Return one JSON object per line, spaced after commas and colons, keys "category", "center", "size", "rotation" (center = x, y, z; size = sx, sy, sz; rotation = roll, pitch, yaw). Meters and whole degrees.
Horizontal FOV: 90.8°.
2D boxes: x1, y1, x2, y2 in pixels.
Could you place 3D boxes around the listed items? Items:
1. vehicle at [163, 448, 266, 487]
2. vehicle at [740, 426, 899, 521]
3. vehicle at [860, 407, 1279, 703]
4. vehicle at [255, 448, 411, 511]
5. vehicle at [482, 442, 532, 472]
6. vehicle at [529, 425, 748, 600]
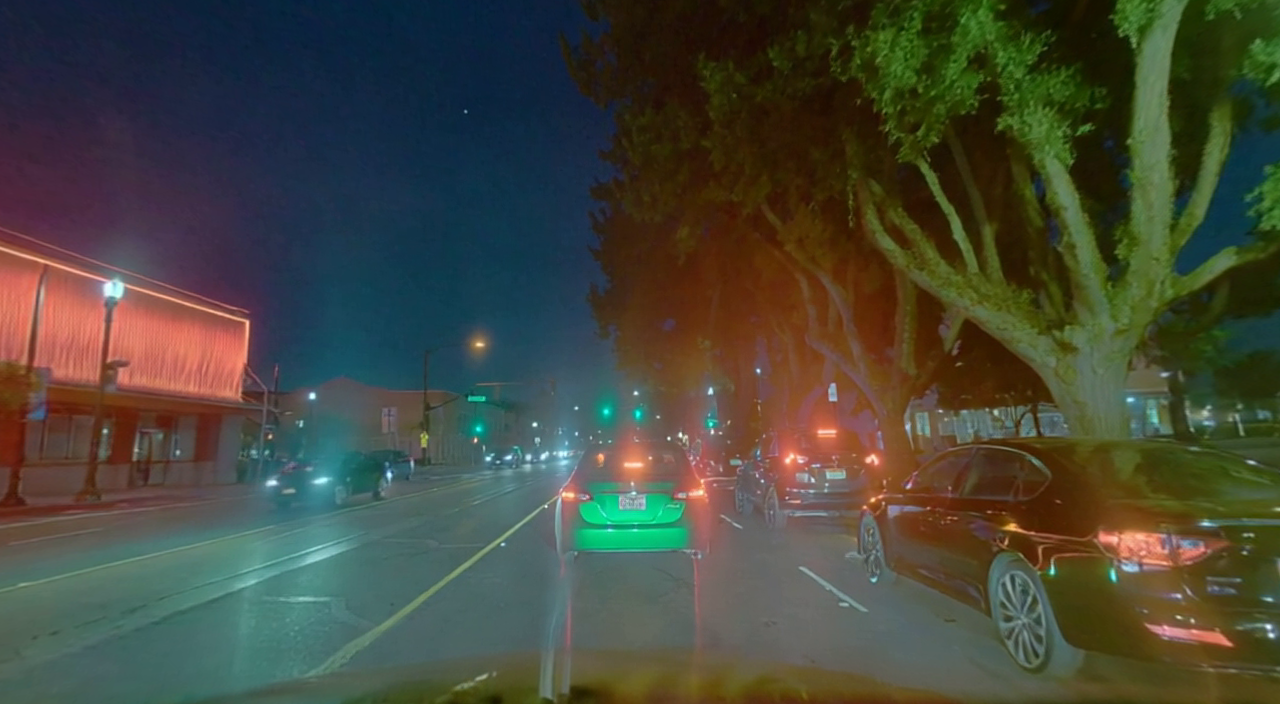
{"category": "vehicle", "center": [-20.631, 5.546, 30.623], "size": [4.329, 1.773, 2.072], "rotation": [-4, -9, 25]}
{"category": "vehicle", "center": [3.534, 2.484, 13.414], "size": [2.025, 1.660, 4.263], "rotation": [0, -9, -1]}
{"category": "vehicle", "center": [3.312, 1.257, 4.480], "size": [1.988, 1.480, 4.195], "rotation": [0, -9, 0]}
{"category": "vehicle", "center": [-7.955, 3.310, 16.931], "size": [1.991, 1.433, 4.261], "rotation": [0, -9, 1]}
{"category": "vehicle", "center": [-8.135, 6.446, 39.065], "size": [2.079, 1.695, 4.374], "rotation": [0, -9, 0]}
{"category": "vehicle", "center": [-0.025, 1.653, 7.290], "size": [1.887, 1.487, 3.535], "rotation": [0, -9, 0]}
